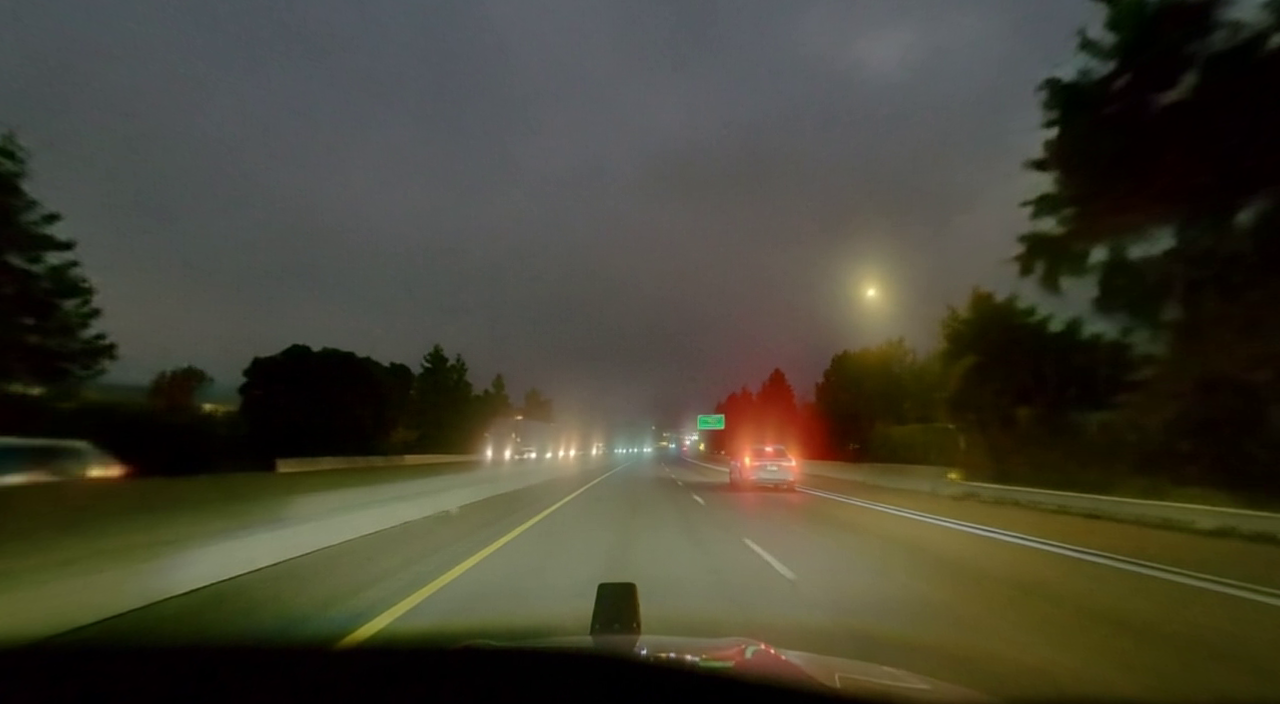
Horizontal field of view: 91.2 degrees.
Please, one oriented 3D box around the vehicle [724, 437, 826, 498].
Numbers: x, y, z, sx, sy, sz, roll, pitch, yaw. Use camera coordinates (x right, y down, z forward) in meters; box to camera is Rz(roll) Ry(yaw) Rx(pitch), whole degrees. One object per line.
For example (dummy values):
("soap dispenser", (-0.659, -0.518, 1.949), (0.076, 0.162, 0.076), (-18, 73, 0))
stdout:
("vehicle", (4.047, 3.548, 19.682), (2.089, 1.660, 4.729), (0, -9, -1))
